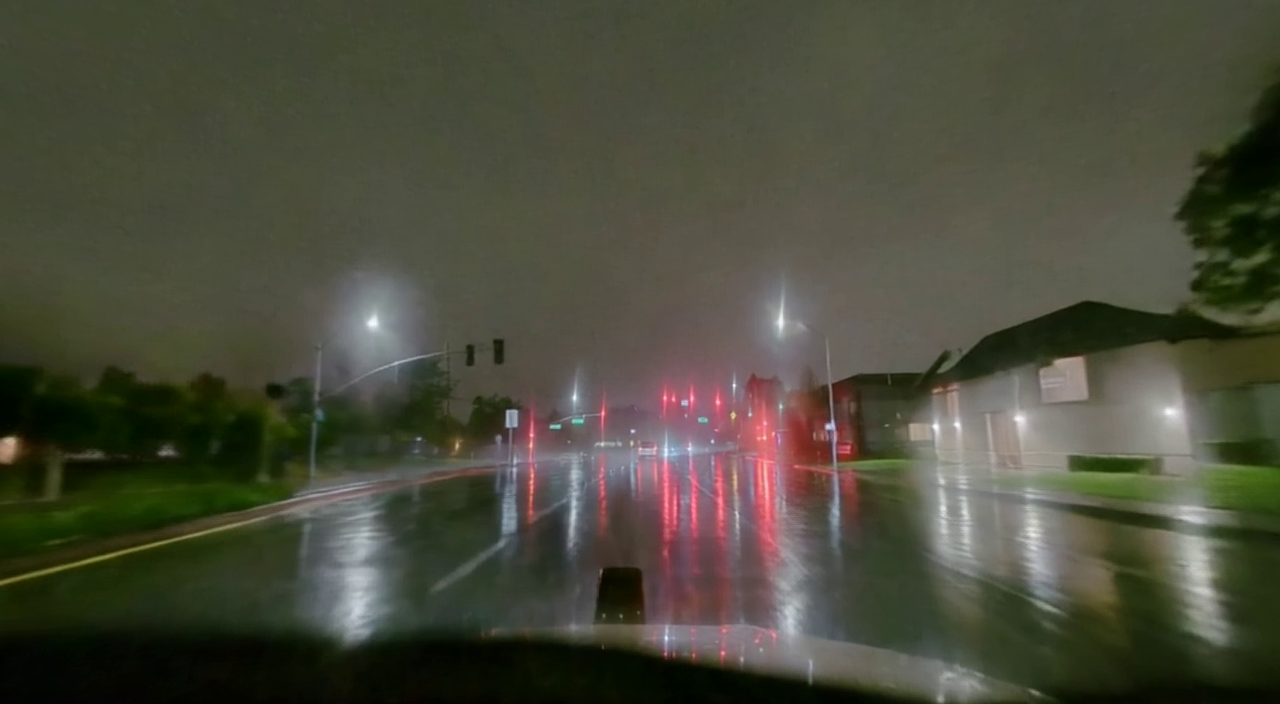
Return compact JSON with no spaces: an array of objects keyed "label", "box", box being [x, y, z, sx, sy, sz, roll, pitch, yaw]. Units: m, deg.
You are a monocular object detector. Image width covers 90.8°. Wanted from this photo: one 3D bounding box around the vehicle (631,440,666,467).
[{"label":"vehicle","box":[0.563,6.312,39.359,2.037,1.568,3.693,0,-9,3]}]
